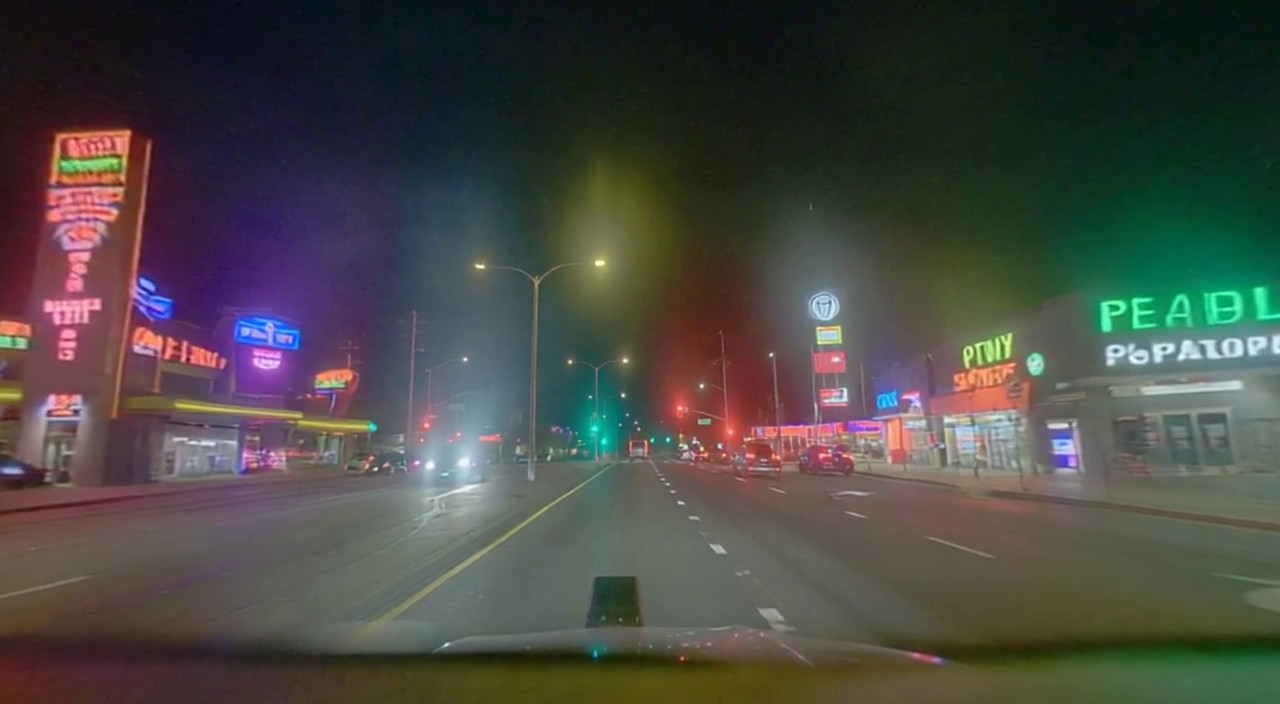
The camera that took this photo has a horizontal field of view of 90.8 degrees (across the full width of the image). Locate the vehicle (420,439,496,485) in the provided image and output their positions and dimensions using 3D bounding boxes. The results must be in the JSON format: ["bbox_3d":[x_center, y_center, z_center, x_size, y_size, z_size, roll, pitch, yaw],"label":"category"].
[{"bbox_3d":[-7.865,4.801,27.826,1.946,1.794,4.799,0,-9,-1],"label":"vehicle"}]

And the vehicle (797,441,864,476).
[{"bbox_3d":[9.887,5.556,33.177,2.019,1.694,4.491,0,-9,-1],"label":"vehicle"}]

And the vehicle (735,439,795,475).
[{"bbox_3d":[6.268,5.344,32.299,1.974,1.679,4.611,0,-9,-2],"label":"vehicle"}]

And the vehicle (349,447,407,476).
[{"bbox_3d":[-17.928,7.618,43.544,1.944,1.794,4.849,0,-12,0],"label":"vehicle"}]

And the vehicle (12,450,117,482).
[{"bbox_3d":[-34.114,6.842,37.661,1.821,1.531,4.703,-3,-13,0],"label":"vehicle"}]
